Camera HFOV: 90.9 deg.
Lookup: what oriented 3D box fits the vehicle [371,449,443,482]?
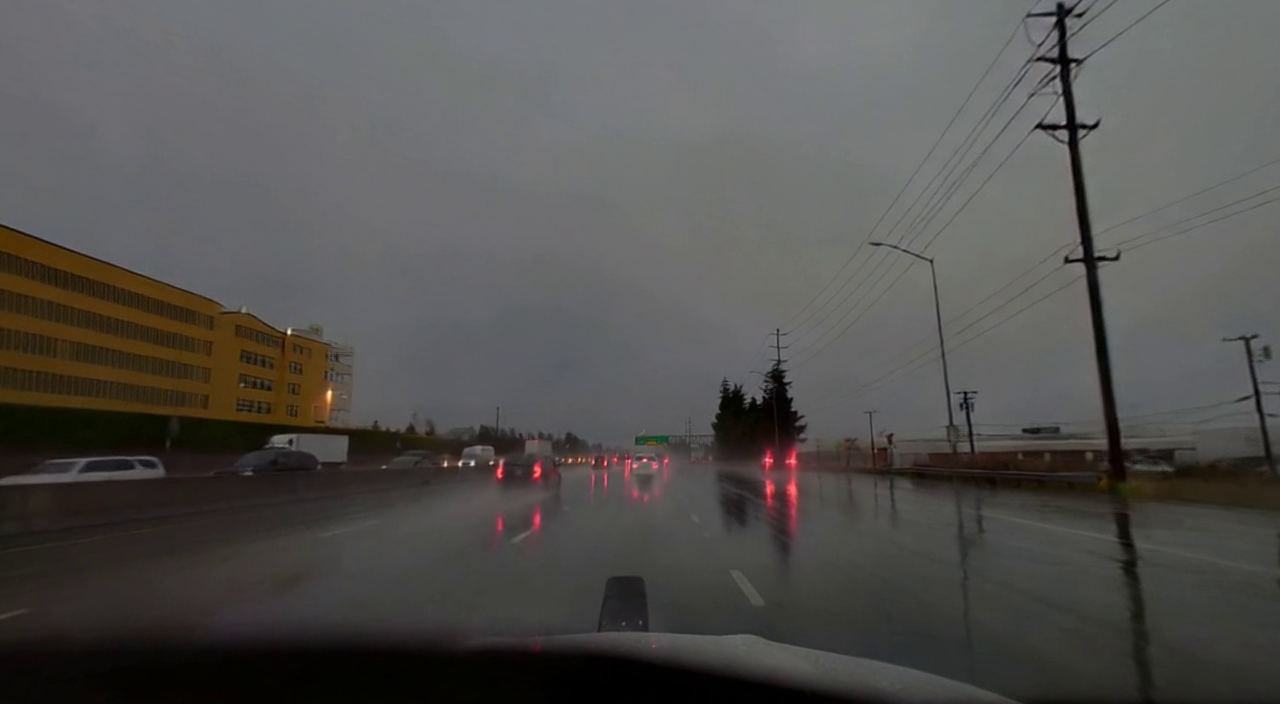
[{"bbox_3d":[-12.441,6.072,34.008,2.037,1.574,4.757,-1,-8,1],"label":"vehicle"}]

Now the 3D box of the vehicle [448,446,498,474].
[{"bbox_3d":[-12.551,8.155,47.893,2.133,1.970,5.950,-1,-8,0],"label":"vehicle"}]

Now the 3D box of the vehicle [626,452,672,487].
[{"bbox_3d":[0.450,5.800,31.392,2.107,1.538,3.999,-1,-8,1],"label":"vehicle"}]

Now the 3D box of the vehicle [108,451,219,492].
[{"bbox_3d":[-24.138,6.016,32.192,1.871,1.886,4.814,0,-8,0],"label":"vehicle"}]

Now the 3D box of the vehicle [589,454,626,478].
[{"bbox_3d":[-2.182,7.819,43.317,2.034,1.466,4.363,-1,-8,4],"label":"vehicle"}]

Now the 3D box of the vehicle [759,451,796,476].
[{"bbox_3d":[10.709,8.734,49.601,2.106,1.817,4.845,-1,-8,4],"label":"vehicle"}]

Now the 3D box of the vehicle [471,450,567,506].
[{"bbox_3d":[-3.697,3.917,20.170,2.059,1.508,4.662,-1,-8,1],"label":"vehicle"}]

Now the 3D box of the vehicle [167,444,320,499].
[{"bbox_3d":[-12.419,3.731,20.189,1.991,1.537,4.464,0,-8,0],"label":"vehicle"}]

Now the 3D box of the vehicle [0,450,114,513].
[{"bbox_3d":[-16.567,3.353,16.502,1.880,1.491,4.310,0,-8,0],"label":"vehicle"}]

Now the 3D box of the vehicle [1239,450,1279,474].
[{"bbox_3d":[43.483,7.500,43.001,3.458,1.409,1.632,-3,-8,-2],"label":"vehicle"}]
